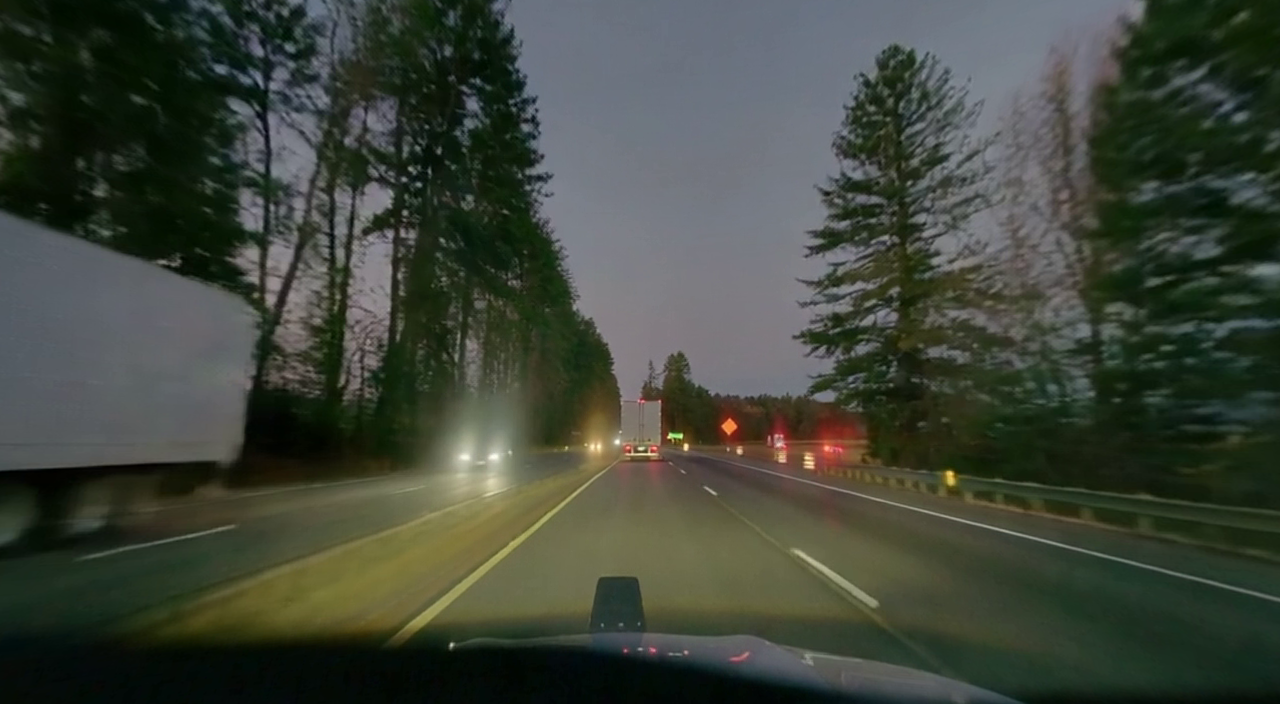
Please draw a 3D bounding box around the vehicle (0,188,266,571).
[{"bbox_3d":[-8.452,-0.212,3.410,2.878,4.192,16.791,0,-8,-1],"label":"vehicle"}]

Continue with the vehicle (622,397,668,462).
[{"bbox_3d":[0.205,5.724,45.738,2.935,4.068,11.036,0,-8,-1],"label":"vehicle"}]
